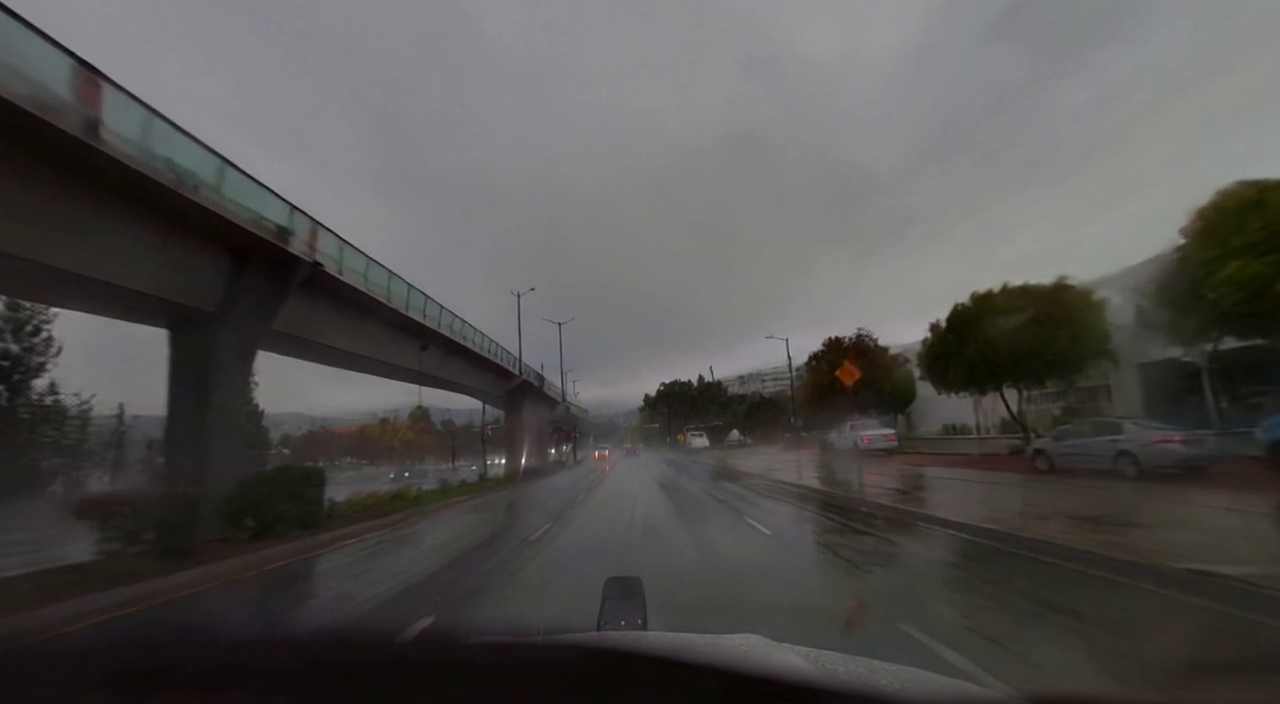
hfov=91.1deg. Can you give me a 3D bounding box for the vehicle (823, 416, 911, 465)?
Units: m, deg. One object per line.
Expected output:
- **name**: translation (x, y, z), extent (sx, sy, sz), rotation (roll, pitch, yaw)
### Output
- **vehicle**: translation (10.514, 4.193, 29.552), extent (2.244, 1.866, 4.603), rotation (-6, -9, 0)

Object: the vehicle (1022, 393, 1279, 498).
- **vehicle**: translation (10.266, 1.779, 12.298), extent (2.135, 1.530, 5.197), rotation (-5, -9, -1)
